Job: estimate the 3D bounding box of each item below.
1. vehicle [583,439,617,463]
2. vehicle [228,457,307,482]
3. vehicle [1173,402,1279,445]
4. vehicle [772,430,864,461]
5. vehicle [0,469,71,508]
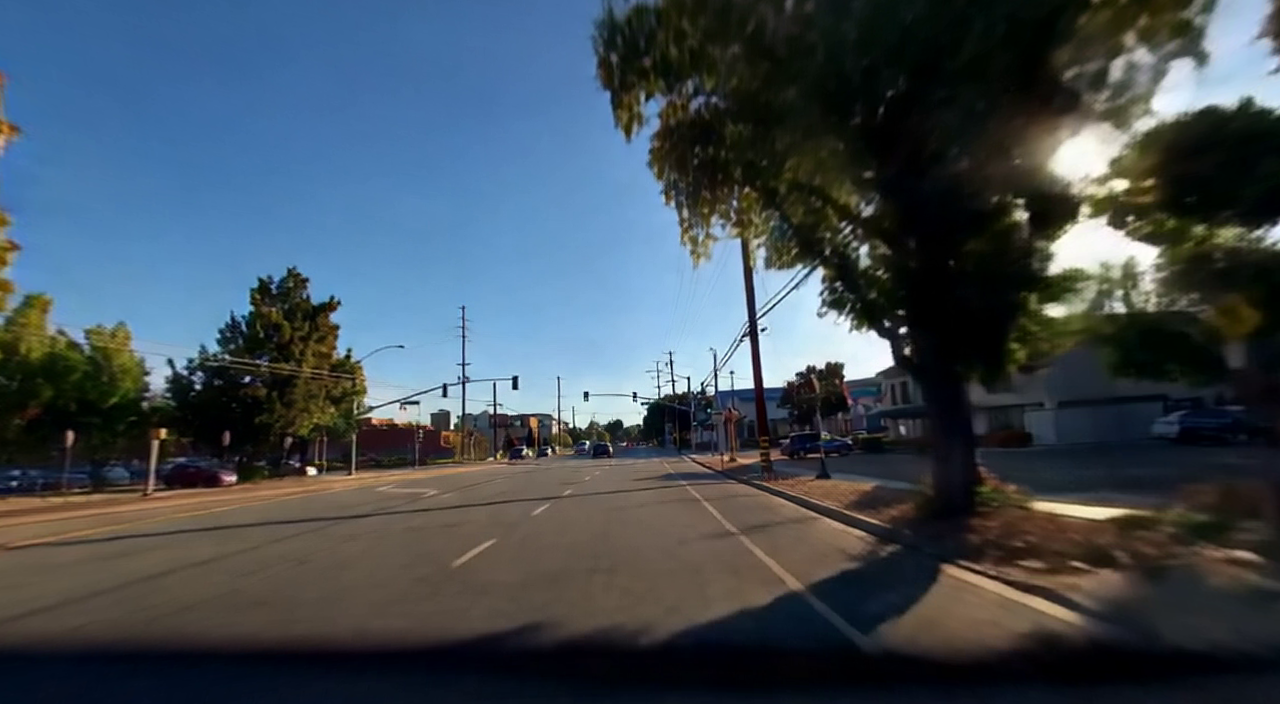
[{"bbox_3d":[-3.069,7.752,49.553,2.229,1.821,4.681,0,-8,2],"label":"vehicle"},{"bbox_3d":[-27.004,8.506,45.767,4.451,1.724,1.988,0,-8,0],"label":"vehicle"},{"bbox_3d":[25.227,2.993,26.070,4.461,1.695,1.999,0,-8,1],"label":"vehicle"},{"bbox_3d":[10.506,5.559,37.426,4.765,1.738,2.101,0,-8,-3],"label":"vehicle"},{"bbox_3d":[-26.897,5.757,26.660,3.730,1.485,1.937,0,-8,1],"label":"vehicle"}]
